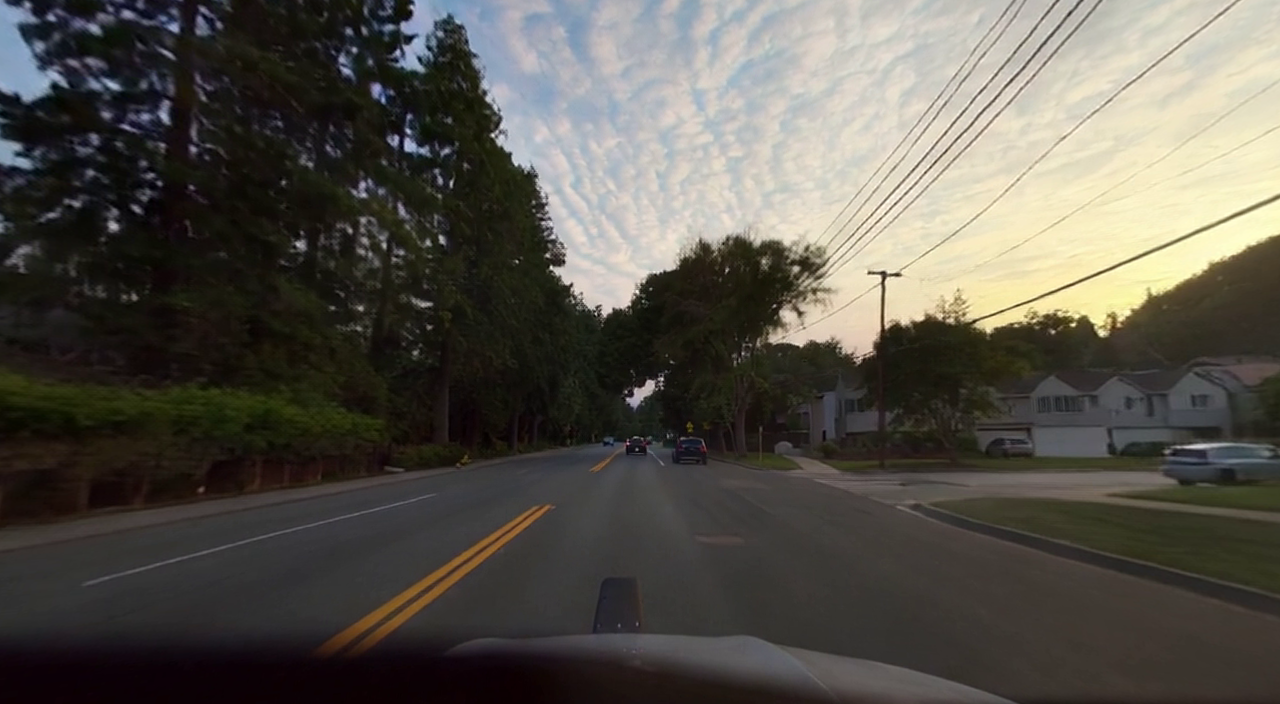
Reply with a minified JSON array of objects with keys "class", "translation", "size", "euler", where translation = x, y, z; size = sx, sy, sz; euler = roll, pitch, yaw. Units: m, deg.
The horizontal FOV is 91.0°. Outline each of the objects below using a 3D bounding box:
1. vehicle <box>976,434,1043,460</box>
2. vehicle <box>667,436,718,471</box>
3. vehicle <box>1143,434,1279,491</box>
[{"class":"vehicle","translation":[22.299,5.755,38.153],"size":[1.851,1.458,3.709],"euler":[0,-8,1]},{"class":"vehicle","translation":[2.313,4.589,28.627],"size":[1.975,1.497,3.647],"euler":[0,-8,-1]},{"class":"vehicle","translation":[17.060,3.027,17.347],"size":[4.672,1.463,1.863],"euler":[0,-8,2]}]
